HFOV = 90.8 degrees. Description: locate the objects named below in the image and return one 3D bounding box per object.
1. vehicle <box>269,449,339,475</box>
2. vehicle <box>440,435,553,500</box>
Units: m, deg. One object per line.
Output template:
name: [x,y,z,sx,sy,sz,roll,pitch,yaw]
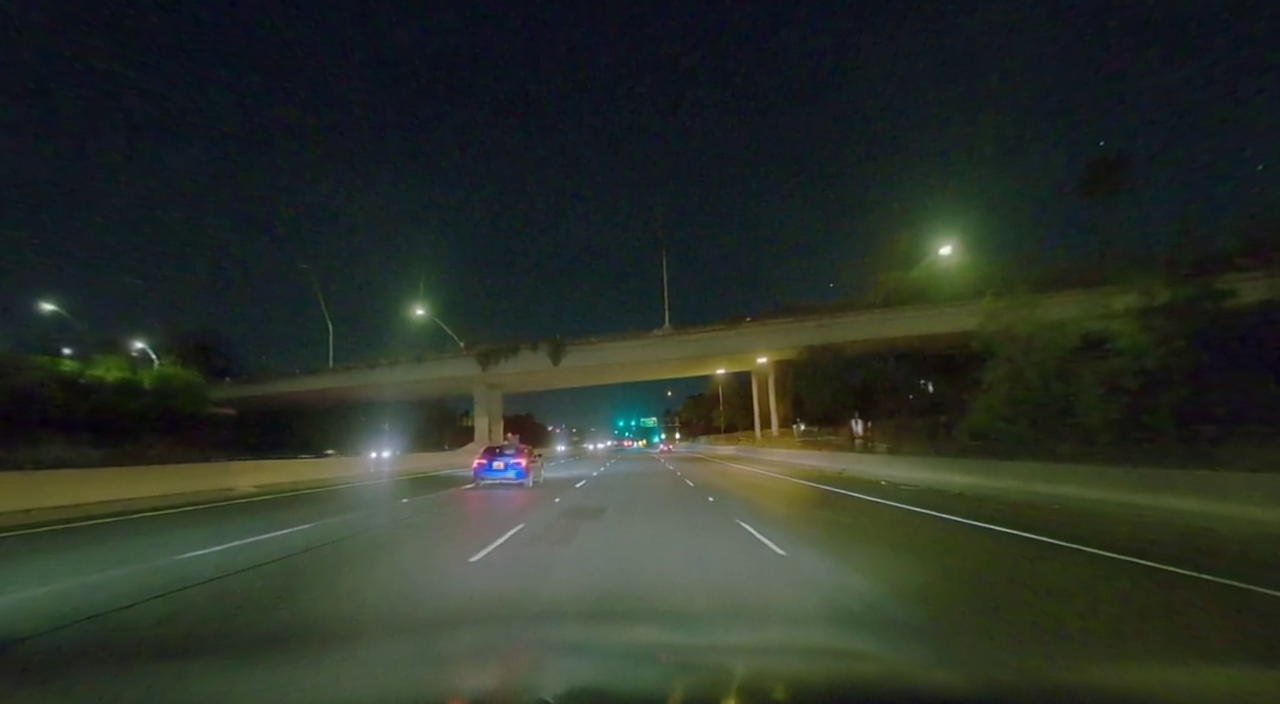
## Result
vehicle: [-21.073,6.906,39.831,1.826,1.453,4.780,0,-8,-1]
vehicle: [-3.685,3.051,17.121,2.037,1.514,4.335,0,-8,0]
